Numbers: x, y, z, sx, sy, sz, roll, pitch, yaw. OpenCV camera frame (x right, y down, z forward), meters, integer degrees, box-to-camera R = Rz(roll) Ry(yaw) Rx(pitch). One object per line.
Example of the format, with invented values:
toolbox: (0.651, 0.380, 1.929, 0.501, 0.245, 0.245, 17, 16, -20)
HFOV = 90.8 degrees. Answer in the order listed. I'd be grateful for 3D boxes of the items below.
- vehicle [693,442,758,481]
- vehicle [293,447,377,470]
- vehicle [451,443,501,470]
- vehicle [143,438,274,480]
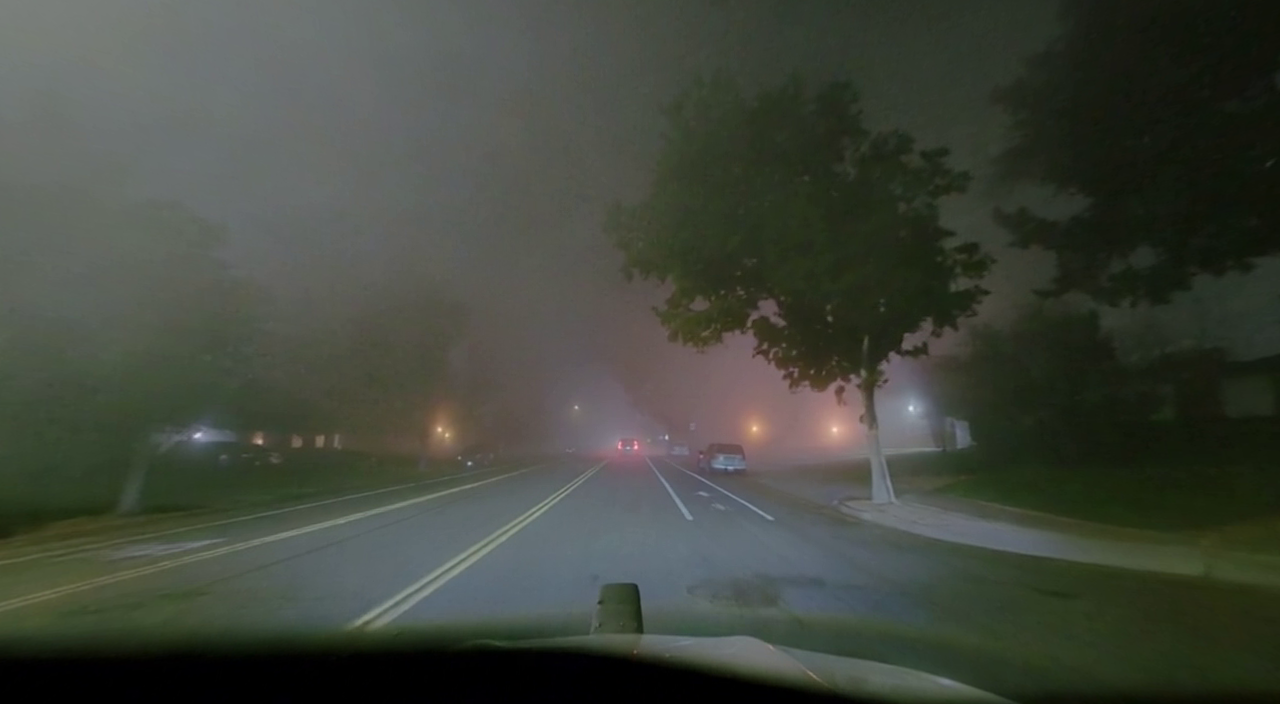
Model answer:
vehicle: (3.567, 4.676, 27.266, 2.014, 1.498, 4.484, 1, -8, -3)
vehicle: (-18.999, 6.652, 39.492, 4.326, 1.355, 1.812, 1, -8, -4)
vehicle: (-11.767, 7.519, 45.738, 2.086, 1.711, 5.661, -3, -8, 0)
vehicle: (-20.127, 5.001, 29.659, 4.496, 1.823, 2.046, 1, -8, -6)
